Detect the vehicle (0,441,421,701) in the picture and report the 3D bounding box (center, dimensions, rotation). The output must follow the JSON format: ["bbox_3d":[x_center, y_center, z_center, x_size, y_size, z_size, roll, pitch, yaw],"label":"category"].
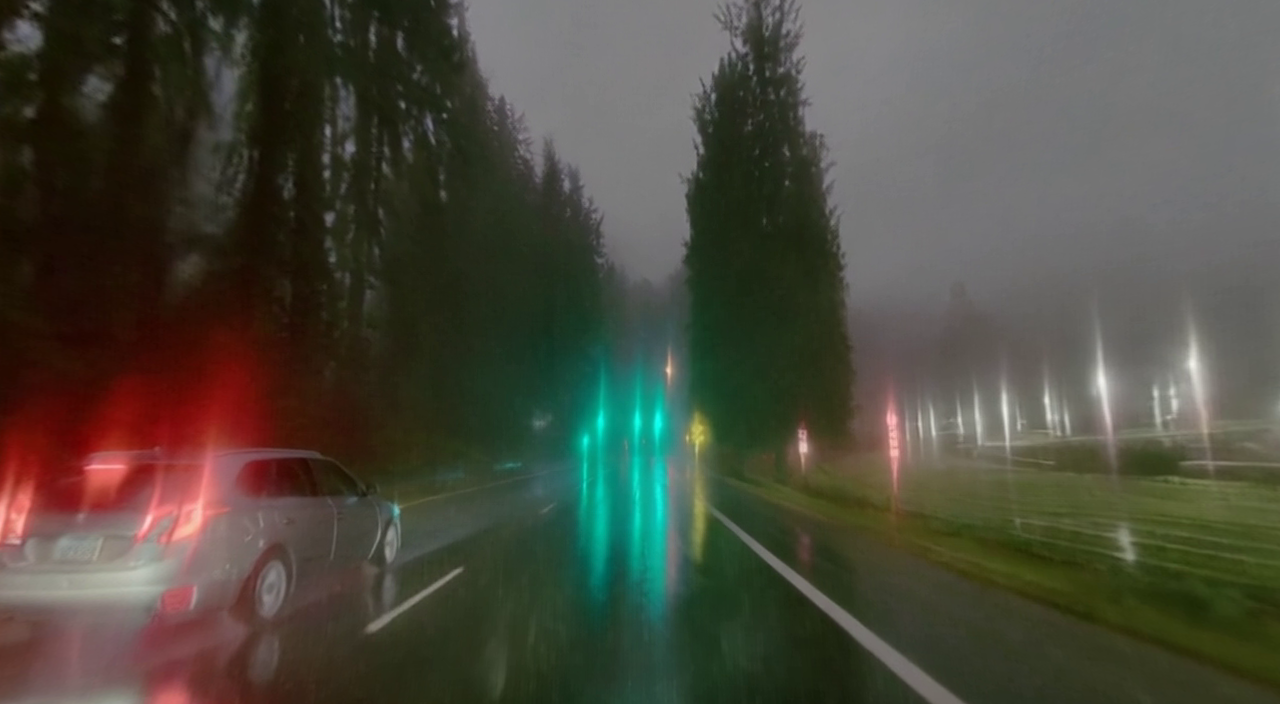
[{"bbox_3d":[-3.706,1.543,5.693,1.946,1.437,4.154,0,-8,0],"label":"vehicle"}]
